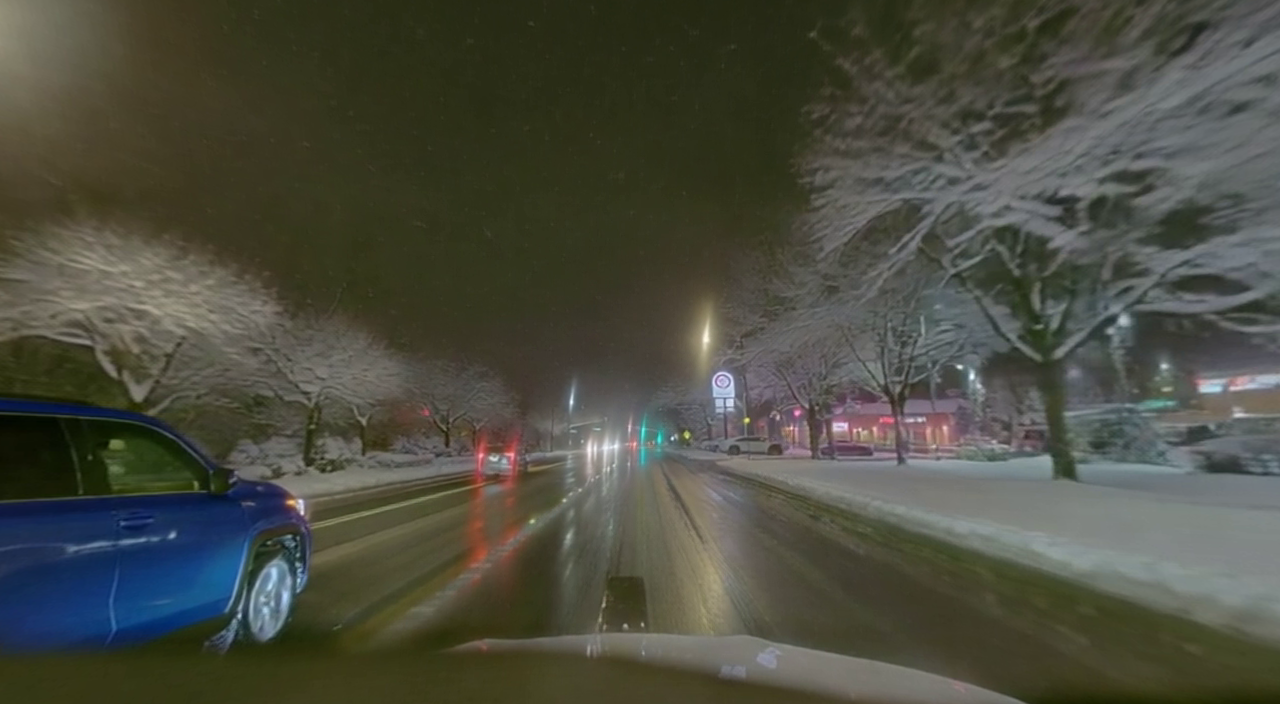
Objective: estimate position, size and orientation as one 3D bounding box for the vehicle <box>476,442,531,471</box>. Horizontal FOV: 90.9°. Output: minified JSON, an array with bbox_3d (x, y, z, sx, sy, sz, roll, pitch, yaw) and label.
[{"bbox_3d":[-7.465,5.740,34.927,1.990,1.483,4.410,0,-8,1],"label":"vehicle"}]

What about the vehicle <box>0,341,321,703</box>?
[{"bbox_3d":[-3.312,0.807,2.265,2.127,1.654,4.121,0,-8,0],"label":"vehicle"}]
